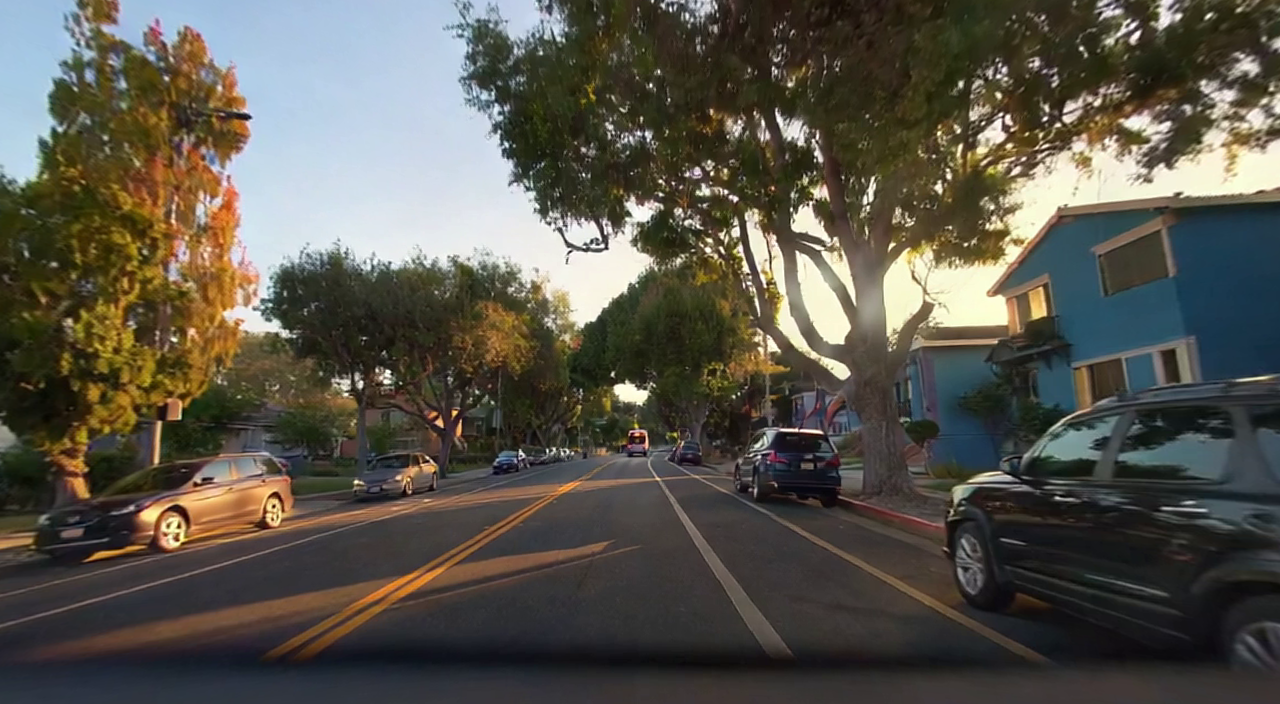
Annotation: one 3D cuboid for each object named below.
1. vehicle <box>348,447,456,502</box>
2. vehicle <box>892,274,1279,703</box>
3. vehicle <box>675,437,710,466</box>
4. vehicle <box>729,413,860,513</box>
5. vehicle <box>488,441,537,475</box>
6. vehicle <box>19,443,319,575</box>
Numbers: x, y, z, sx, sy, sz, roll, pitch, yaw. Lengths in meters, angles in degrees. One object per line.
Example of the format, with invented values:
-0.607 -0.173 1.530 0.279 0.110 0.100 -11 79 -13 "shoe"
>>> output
-8.454 4.334 22.943 1.921 1.494 4.884 -6 -8 1 "vehicle"
3.690 0.882 3.046 2.556 2.050 6.021 2 -8 1 "vehicle"
3.811 7.356 46.804 2.060 1.833 4.927 4 -9 0 "vehicle"
3.637 2.673 15.792 2.131 1.995 4.626 3 -8 1 "vehicle"
-8.384 6.991 42.064 2.094 1.840 5.450 -7 -8 -3 "vehicle"
-8.462 2.771 12.148 1.989 1.726 5.129 -7 -9 -2 "vehicle"
